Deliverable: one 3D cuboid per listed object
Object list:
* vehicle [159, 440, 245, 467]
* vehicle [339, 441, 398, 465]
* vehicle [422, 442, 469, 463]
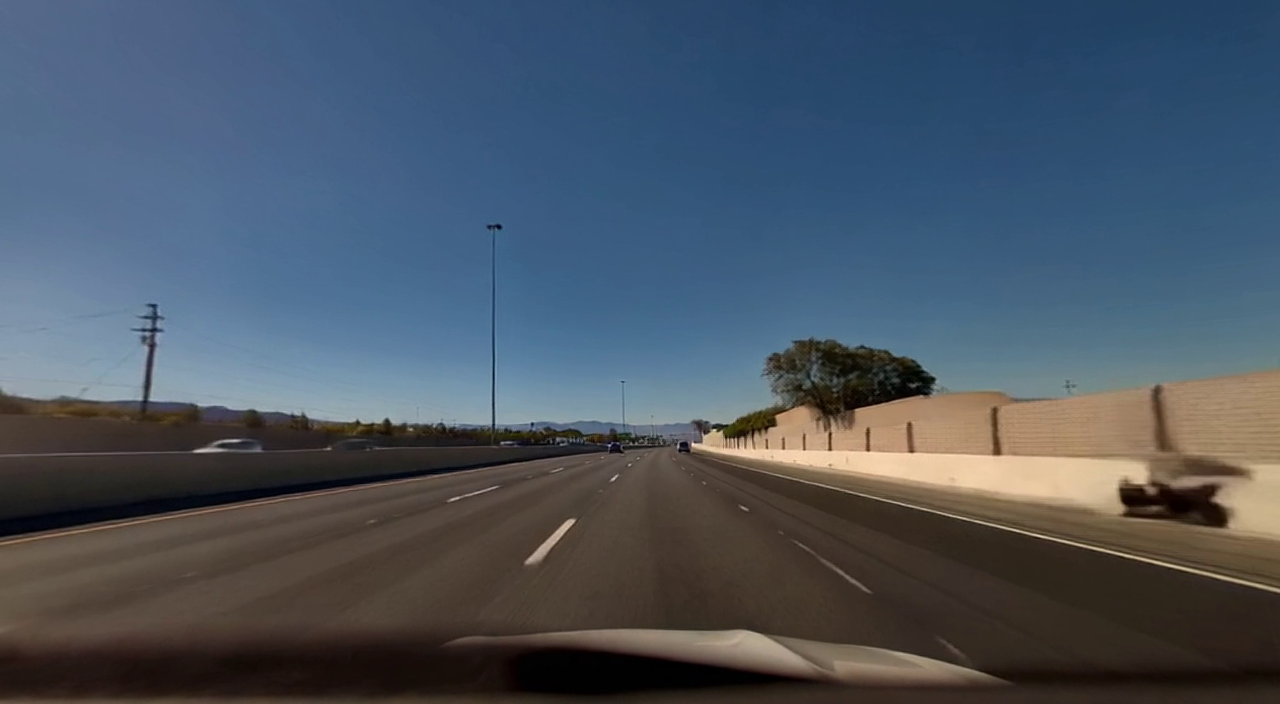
[{"bbox_3d":[-29.102,6.772,42.067,1.979,1.694,5.008,0,-9,2],"label":"vehicle"},{"bbox_3d":[-18.964,7.076,44.220,1.992,1.571,4.542,0,-9,2],"label":"vehicle"},{"bbox_3d":[-14.837,7.702,48.286,1.945,1.515,4.455,0,-9,3],"label":"vehicle"}]
